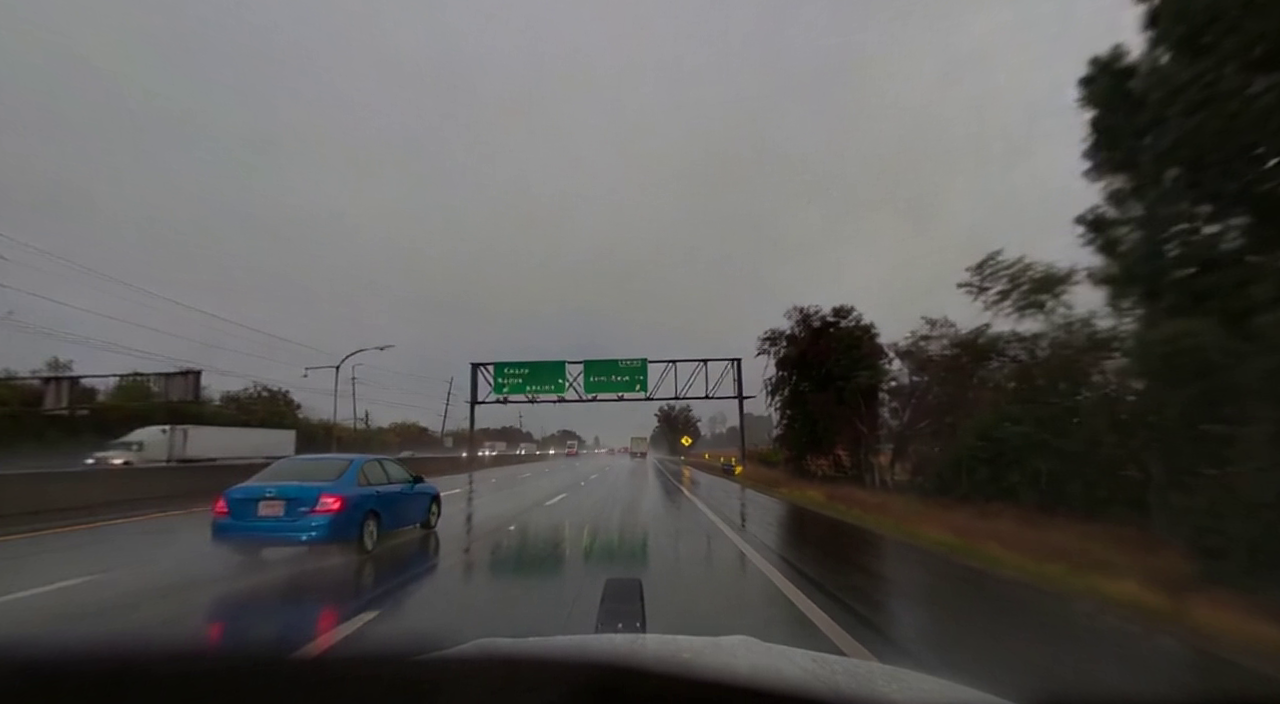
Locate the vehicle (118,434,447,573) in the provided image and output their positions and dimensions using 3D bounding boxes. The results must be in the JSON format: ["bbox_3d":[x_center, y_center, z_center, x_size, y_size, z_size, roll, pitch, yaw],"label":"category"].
[{"bbox_3d":[-4.606,2.000,9.166,2.104,1.501,4.459,0,-9,1],"label":"vehicle"}]

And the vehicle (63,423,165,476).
[{"bbox_3d":[-40.683,7.579,48.999,2.871,3.889,5.491,0,-9,0],"label":"vehicle"}]
